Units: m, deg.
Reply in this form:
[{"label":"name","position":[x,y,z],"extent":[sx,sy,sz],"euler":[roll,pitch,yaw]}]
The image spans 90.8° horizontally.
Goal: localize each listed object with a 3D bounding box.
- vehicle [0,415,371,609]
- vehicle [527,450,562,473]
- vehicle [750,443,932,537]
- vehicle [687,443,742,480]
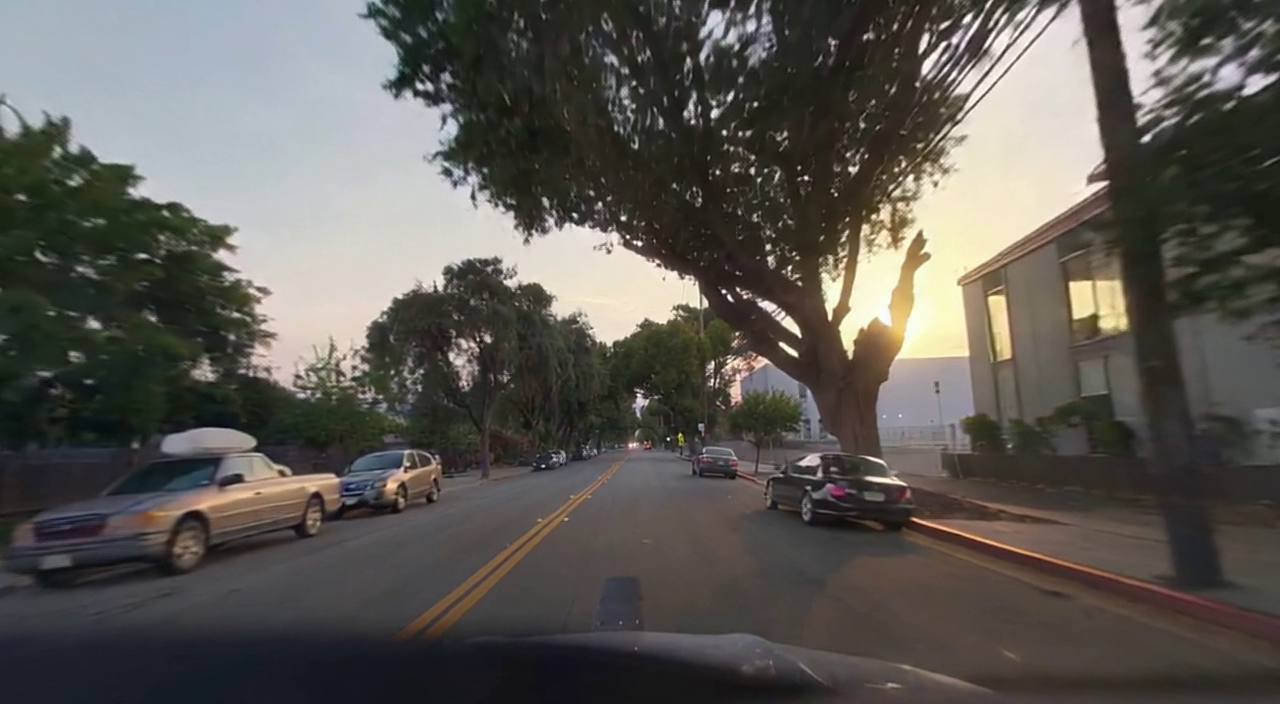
[{"label":"vehicle","position":[-6.294,2.080,9.263],"extent":[2.382,1.869,5.476],"euler":[-4,-9,0]},{"label":"vehicle","position":[-6.679,7.680,44.613],"extent":[1.815,1.402,4.559],"euler":[-4,-8,-2]},{"label":"vehicle","position":[3.428,2.402,11.746],"extent":[1.802,1.382,4.300],"euler":[0,-8,-2]},{"label":"vehicle","position":[3.154,4.702,27.425],"extent":[1.843,1.495,3.930],"euler":[0,-8,-1]}]
